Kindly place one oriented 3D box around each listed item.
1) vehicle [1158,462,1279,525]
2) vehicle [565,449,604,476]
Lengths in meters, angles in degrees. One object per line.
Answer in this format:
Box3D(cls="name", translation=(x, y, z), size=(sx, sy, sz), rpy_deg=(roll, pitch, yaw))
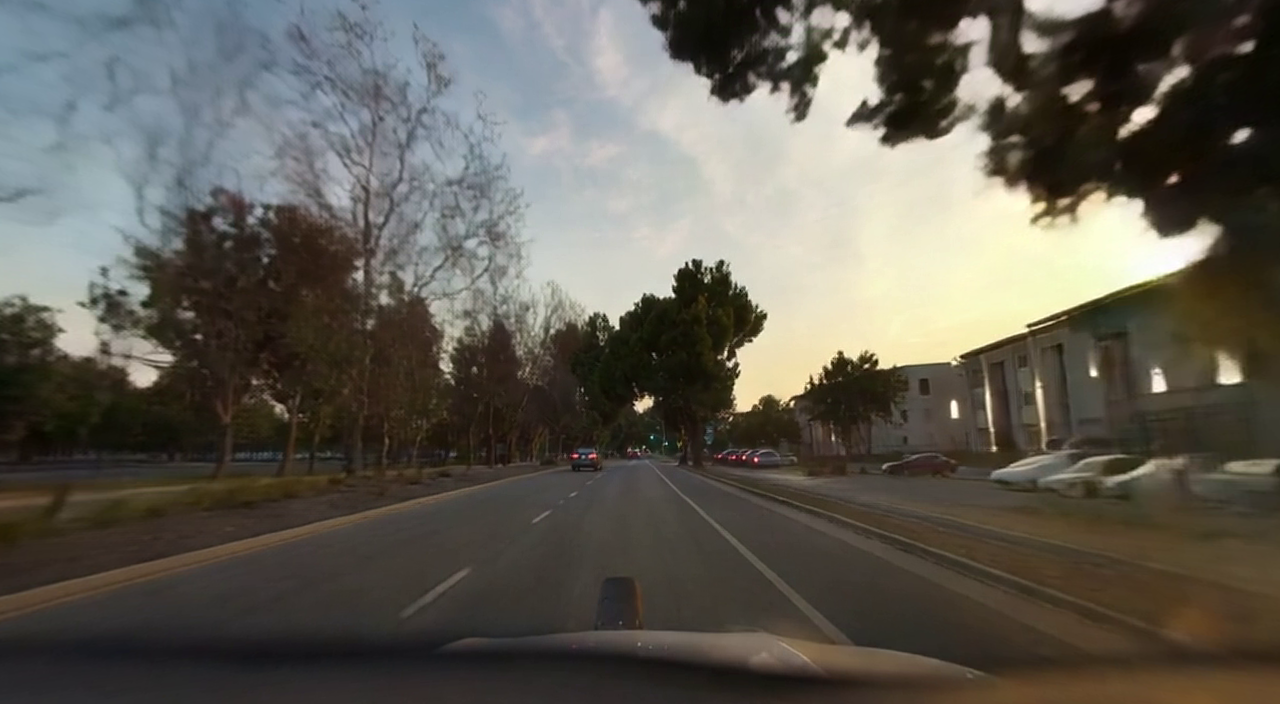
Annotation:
Box3D(cls="vehicle", translation=(16.282, 3.609, 16.397), size=(4.172, 1.407, 1.931), rpy_deg=(1, -9, -8))
Box3D(cls="vehicle", translation=(-3.339, 6.788, 38.965), size=(2.030, 1.550, 3.925), rpy_deg=(0, -9, 0))
